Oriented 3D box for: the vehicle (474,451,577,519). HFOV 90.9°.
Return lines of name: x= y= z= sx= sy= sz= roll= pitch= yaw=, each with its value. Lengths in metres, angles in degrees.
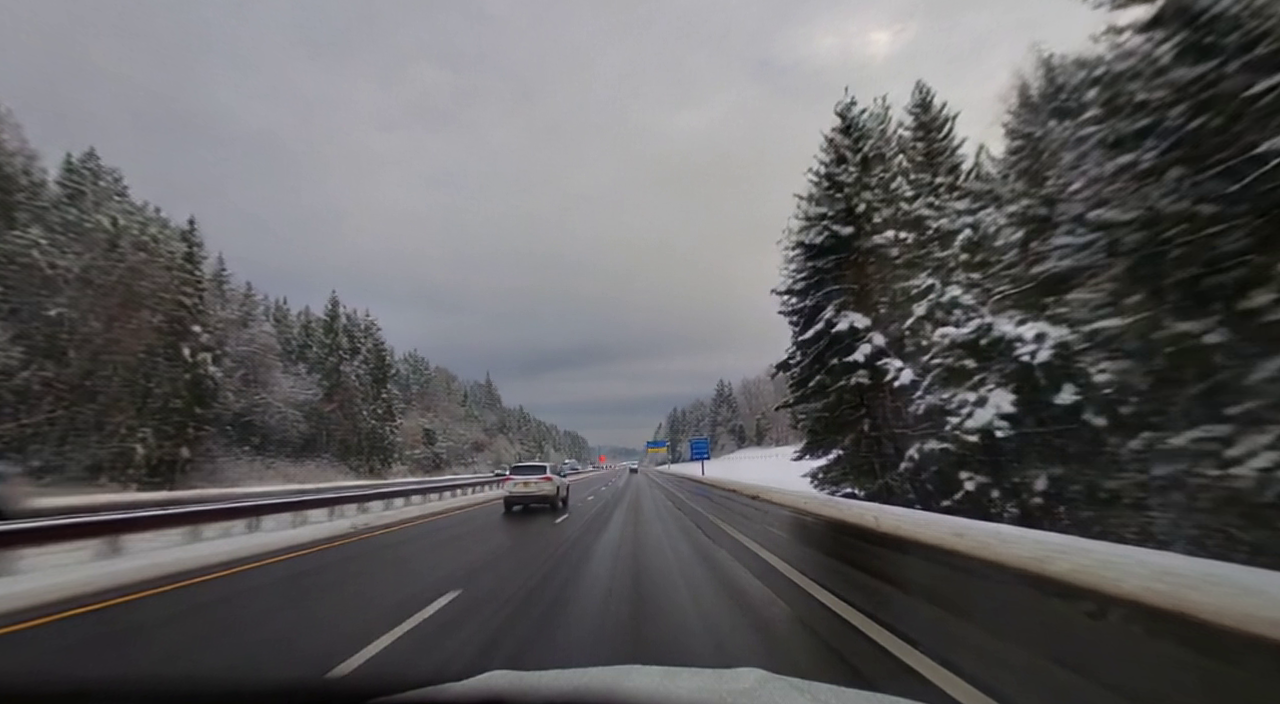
vehicle: x=-3.088 y=3.733 z=17.966 sx=2.104 sy=1.655 sz=4.039 roll=0 pitch=-10 yaw=1
